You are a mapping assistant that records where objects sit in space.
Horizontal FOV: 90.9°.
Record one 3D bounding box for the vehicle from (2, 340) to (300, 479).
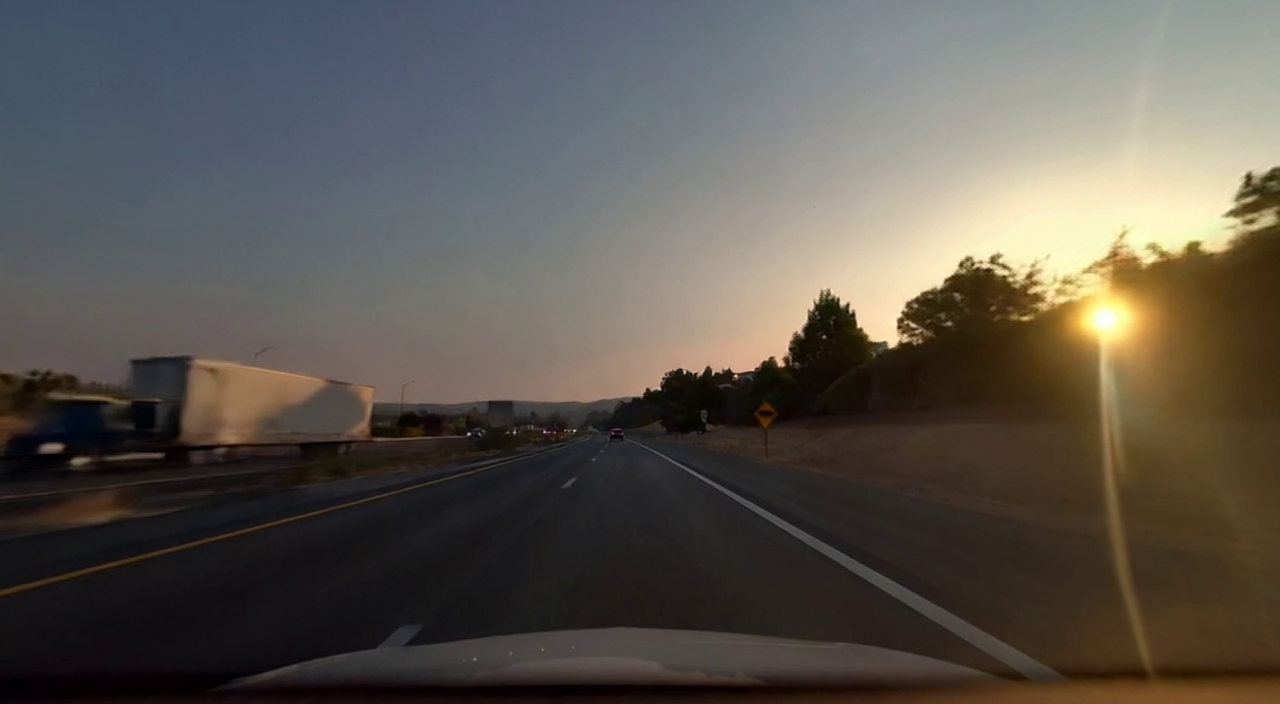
[{"bbox_3d":[-16.854,2.321,23.363,3.034,4.039,10.195,0,-8,-2],"label":"vehicle"}]
